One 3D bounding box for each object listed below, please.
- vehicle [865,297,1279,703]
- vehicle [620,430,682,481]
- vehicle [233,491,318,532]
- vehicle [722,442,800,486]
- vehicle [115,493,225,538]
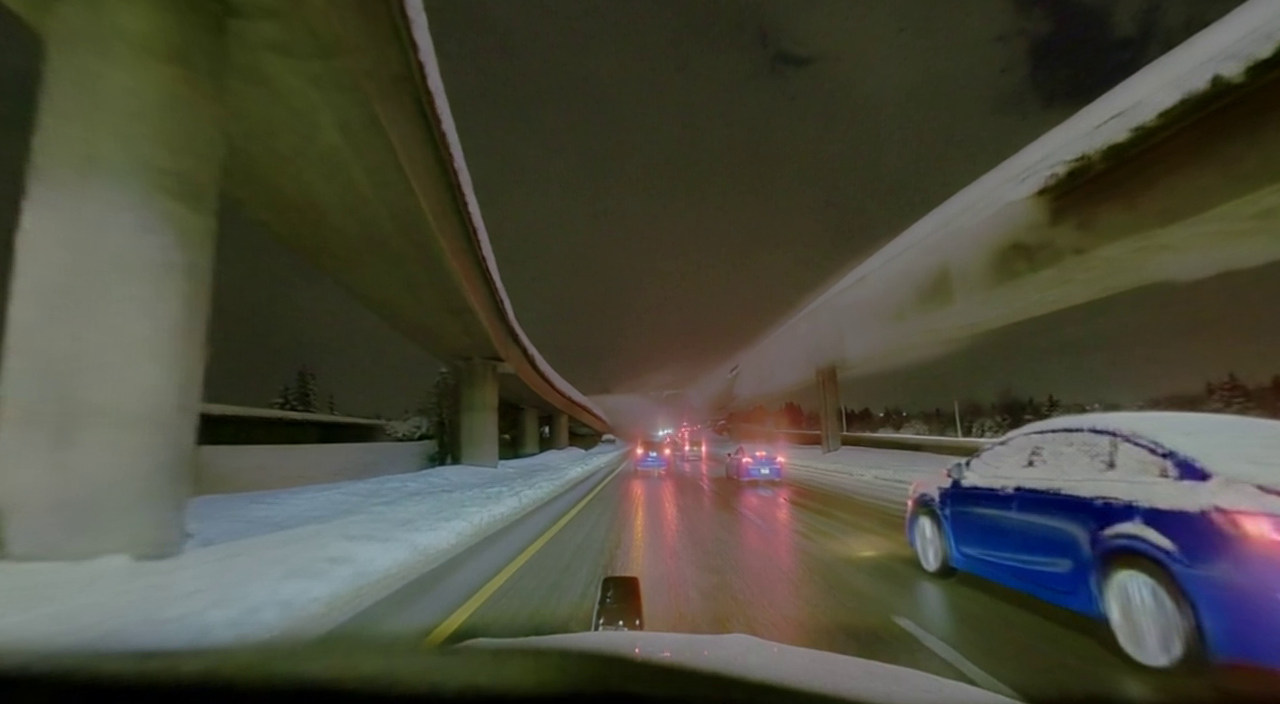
[{"bbox_3d":[4.050,1.117,5.002,2.404,2.014,5.655,0,-9,0],"label":"vehicle"},{"bbox_3d":[0.421,4.156,25.423,2.264,1.841,4.583,0,-9,0],"label":"vehicle"},{"bbox_3d":[-18.991,8.294,33.071,1.939,1.689,4.298,1,-9,-2],"label":"vehicle"},{"bbox_3d":[4.463,4.208,23.918,2.047,1.500,4.017,1,-9,-2],"label":"vehicle"},{"bbox_3d":[-22.789,7.907,30.828,1.920,1.675,4.655,1,-9,-2],"label":"vehicle"}]
